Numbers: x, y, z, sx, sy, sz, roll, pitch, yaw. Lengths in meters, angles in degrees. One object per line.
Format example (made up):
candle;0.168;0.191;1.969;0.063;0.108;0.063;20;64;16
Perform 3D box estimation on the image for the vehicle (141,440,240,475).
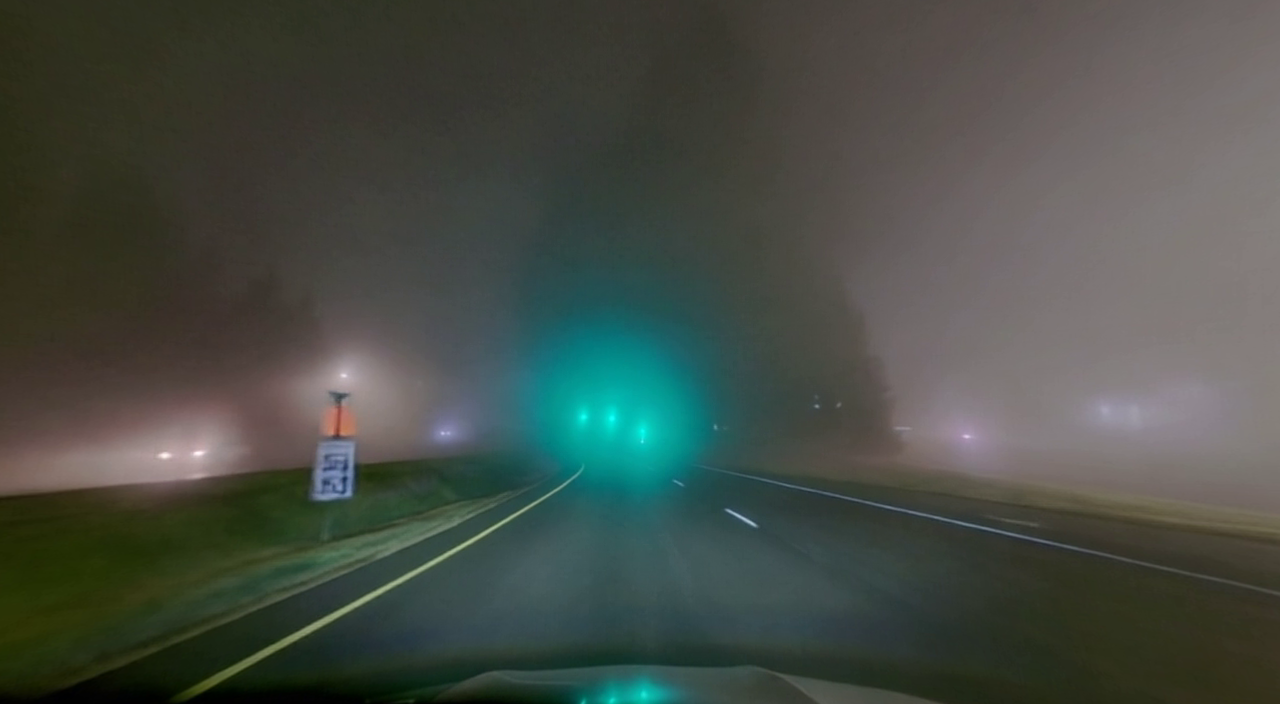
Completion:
vehicle;-22.525;5.270;31.900;1.895;1.604;4.349;1;-8;-3
